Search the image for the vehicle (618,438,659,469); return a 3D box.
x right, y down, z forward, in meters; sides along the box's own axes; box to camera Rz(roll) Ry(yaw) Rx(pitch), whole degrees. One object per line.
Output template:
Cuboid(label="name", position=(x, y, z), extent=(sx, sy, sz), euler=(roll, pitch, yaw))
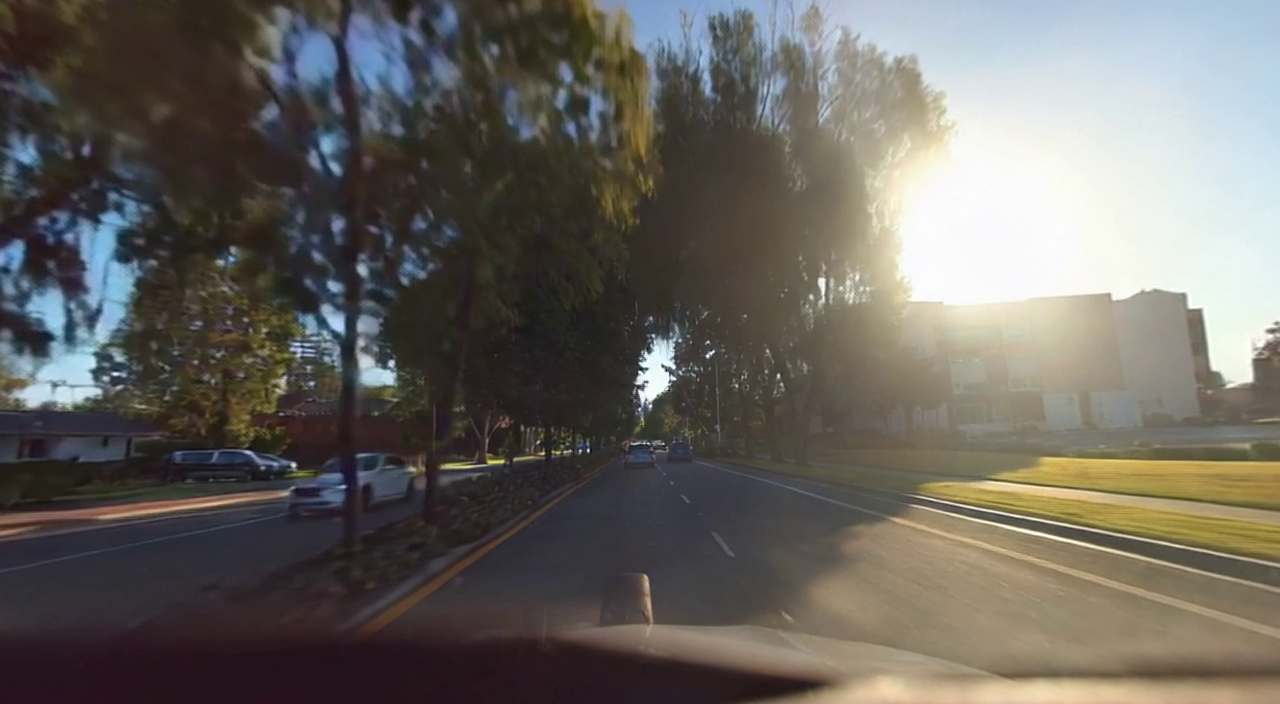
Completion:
Cuboid(label="vehicle", position=(-0.126, 5.599, 34.869), extent=(2.109, 1.612, 3.963), euler=(0, -8, -1))

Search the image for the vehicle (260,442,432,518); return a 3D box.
Cuboid(label="vehicle", position=(-6.699, 2.937, 15.023), extent=(2.020, 1.512, 4.296), euler=(0, -8, 0))

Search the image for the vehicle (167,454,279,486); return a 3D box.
Cuboid(label="vehicle", position=(-22.037, 6.232, 33.415), extent=(4.589, 1.557, 1.887), euler=(-1, -8, 1))

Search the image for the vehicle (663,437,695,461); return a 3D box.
Cuboid(label="vehicle", position=(3.023, 7.650, 49.600), extent=(2.189, 1.766, 4.495), euler=(0, -8, 0))
